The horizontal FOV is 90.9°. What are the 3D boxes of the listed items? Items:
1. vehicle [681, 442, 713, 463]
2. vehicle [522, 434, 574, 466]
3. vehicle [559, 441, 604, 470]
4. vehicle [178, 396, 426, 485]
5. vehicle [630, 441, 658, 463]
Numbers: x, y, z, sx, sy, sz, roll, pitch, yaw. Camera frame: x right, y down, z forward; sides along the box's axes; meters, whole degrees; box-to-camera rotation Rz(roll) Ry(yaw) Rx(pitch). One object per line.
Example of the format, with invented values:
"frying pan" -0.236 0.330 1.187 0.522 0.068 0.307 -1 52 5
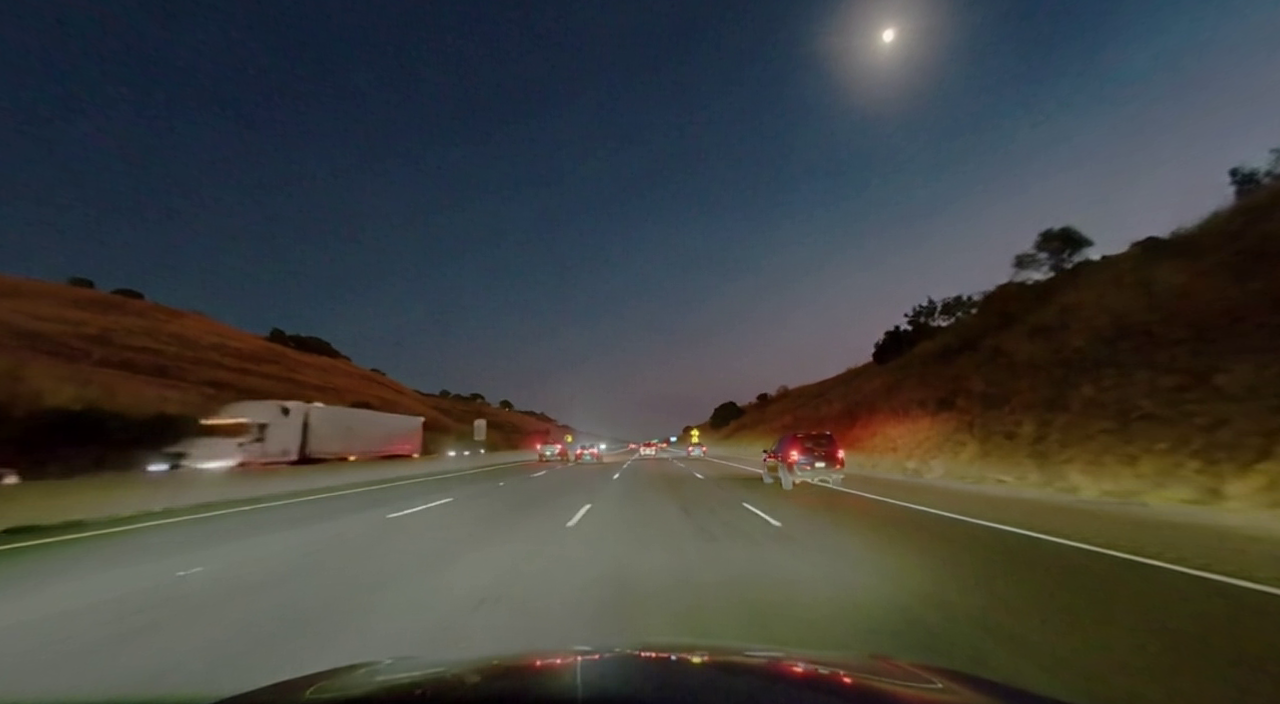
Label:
"vehicle" 4.378 7.722 48.650 2.027 1.525 4.348 0 -8 0
"vehicle" -6.269 6.792 43.998 2.589 2.063 6.206 0 -8 1
"vehicle" -3.279 5.913 36.377 2.091 1.552 4.516 0 -8 1
"vehicle" -13.252 3.845 27.141 3.356 2.882 13.070 0 -8 1
"vehicle" 0.305 7.558 47.756 2.031 1.566 3.904 0 -8 0
